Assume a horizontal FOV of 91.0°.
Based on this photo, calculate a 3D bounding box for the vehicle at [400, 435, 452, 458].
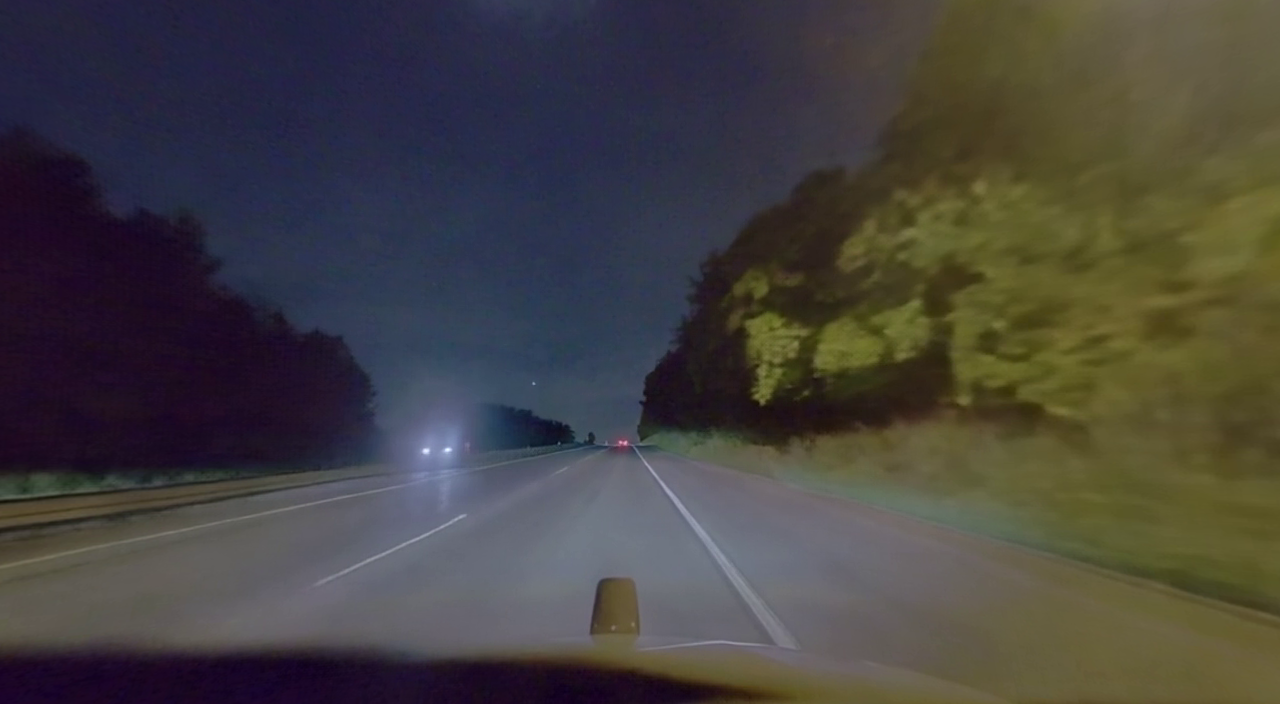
[{"bbox_3d":[-14.234,6.295,42.127,2.160,1.474,4.150,0,-8,-2],"label":"vehicle"}]
